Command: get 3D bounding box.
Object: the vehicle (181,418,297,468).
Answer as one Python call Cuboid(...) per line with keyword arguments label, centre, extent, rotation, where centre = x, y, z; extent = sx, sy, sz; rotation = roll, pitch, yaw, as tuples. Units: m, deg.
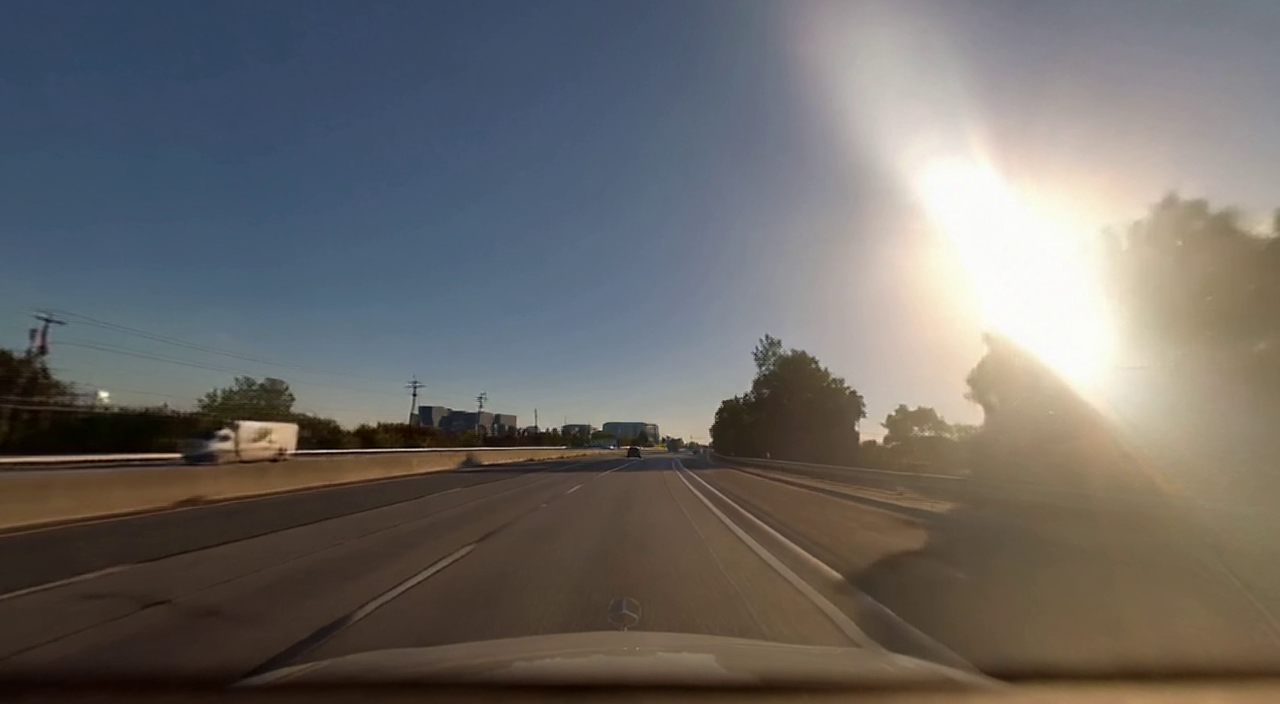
Cuboid(label="vehicle", centre=(-23.766, 5.496, 37.879), extent=(2.226, 2.674, 6.850), rotation=(-1, -9, 2))
